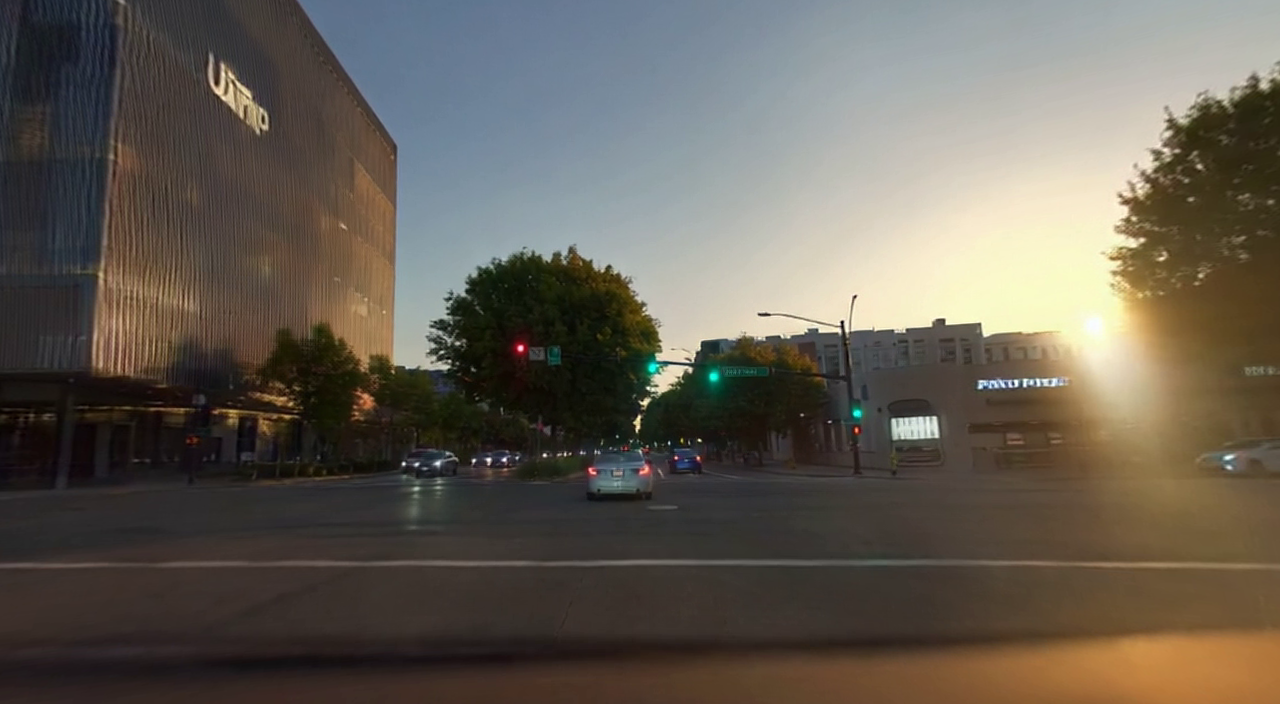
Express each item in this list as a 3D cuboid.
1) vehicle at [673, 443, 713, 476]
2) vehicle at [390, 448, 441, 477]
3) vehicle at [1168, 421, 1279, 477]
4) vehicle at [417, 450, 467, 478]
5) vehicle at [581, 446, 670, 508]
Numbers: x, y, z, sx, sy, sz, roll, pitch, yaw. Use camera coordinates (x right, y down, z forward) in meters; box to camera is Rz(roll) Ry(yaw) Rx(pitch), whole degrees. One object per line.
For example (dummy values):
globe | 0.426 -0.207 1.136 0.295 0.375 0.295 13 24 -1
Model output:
vehicle | 3.186 6.546 38.733 2.078 1.799 4.089 1 -8 -1
vehicle | -16.223 7.999 45.909 2.119 1.815 4.795 -2 -7 -1
vehicle | 23.985 3.863 24.761 4.384 2.000 2.345 1 -12 -4
vehicle | -12.680 7.176 40.650 2.000 1.507 4.286 -2 -7 -2
vehicle | -0.401 3.337 17.350 2.144 1.398 3.963 1 -8 -1
